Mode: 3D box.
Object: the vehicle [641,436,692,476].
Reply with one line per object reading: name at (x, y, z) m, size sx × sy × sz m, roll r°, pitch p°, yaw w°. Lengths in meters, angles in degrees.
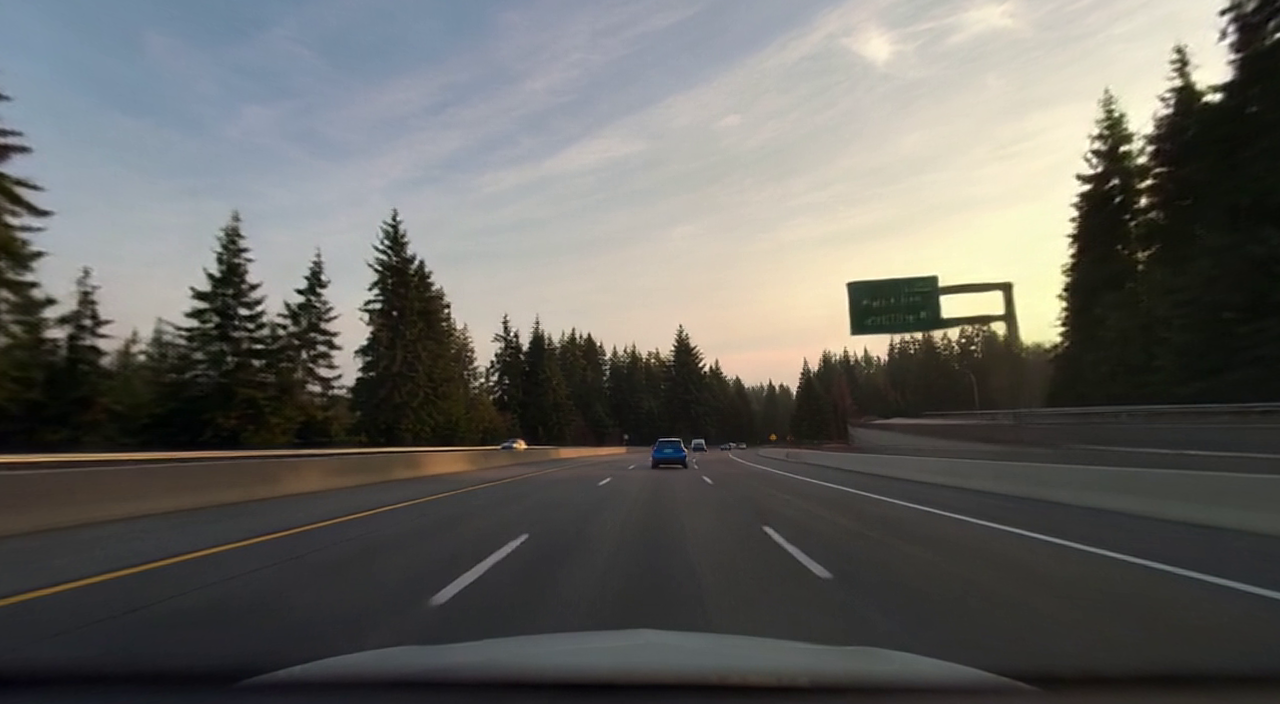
vehicle at (1.216, 4.680, 28.482) m, size 2.133 × 1.686 × 4.203 m, roll -1°, pitch -8°, yaw 3°
